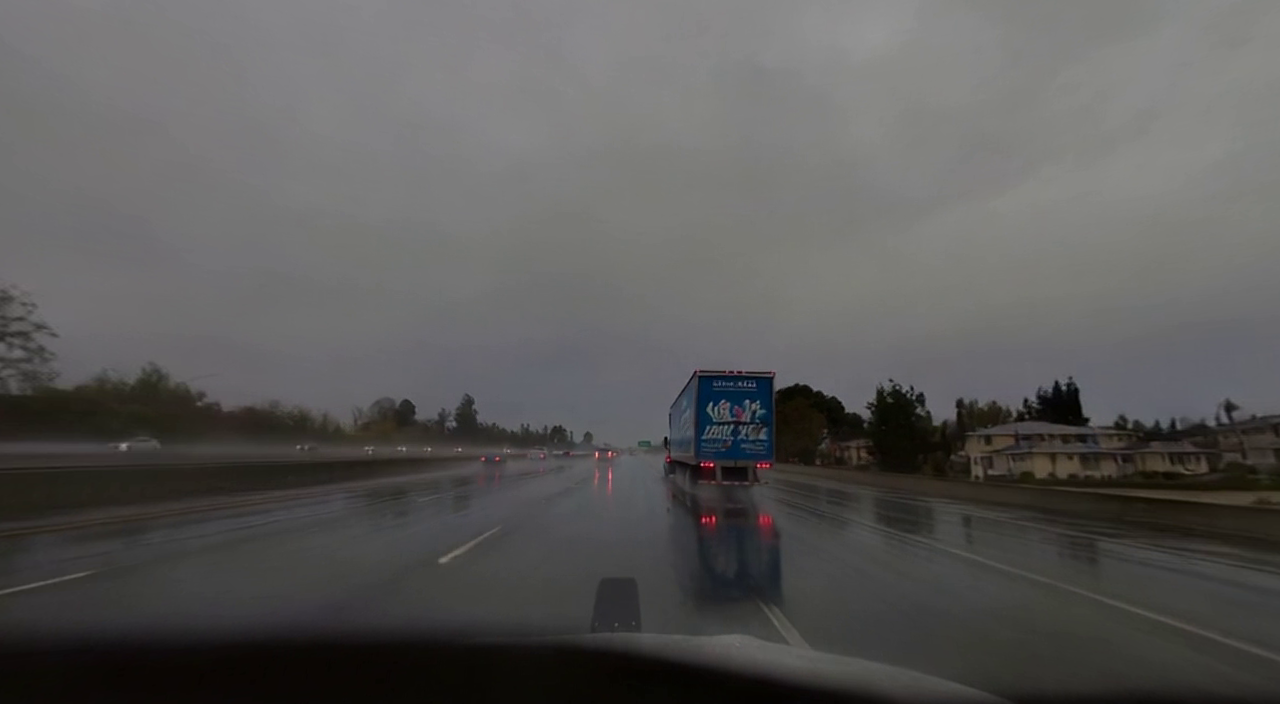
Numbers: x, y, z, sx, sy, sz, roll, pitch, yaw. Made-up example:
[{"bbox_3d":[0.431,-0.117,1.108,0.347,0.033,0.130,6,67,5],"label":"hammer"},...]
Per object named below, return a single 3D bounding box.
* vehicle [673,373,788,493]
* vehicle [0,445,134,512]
[{"bbox_3d":[3.482,3.935,29.414,3.140,4.100,15.551,0,-9,0],"label":"vehicle"},{"bbox_3d":[-15.192,2.999,15.225,1.982,1.471,4.747,0,-9,1],"label":"vehicle"}]
